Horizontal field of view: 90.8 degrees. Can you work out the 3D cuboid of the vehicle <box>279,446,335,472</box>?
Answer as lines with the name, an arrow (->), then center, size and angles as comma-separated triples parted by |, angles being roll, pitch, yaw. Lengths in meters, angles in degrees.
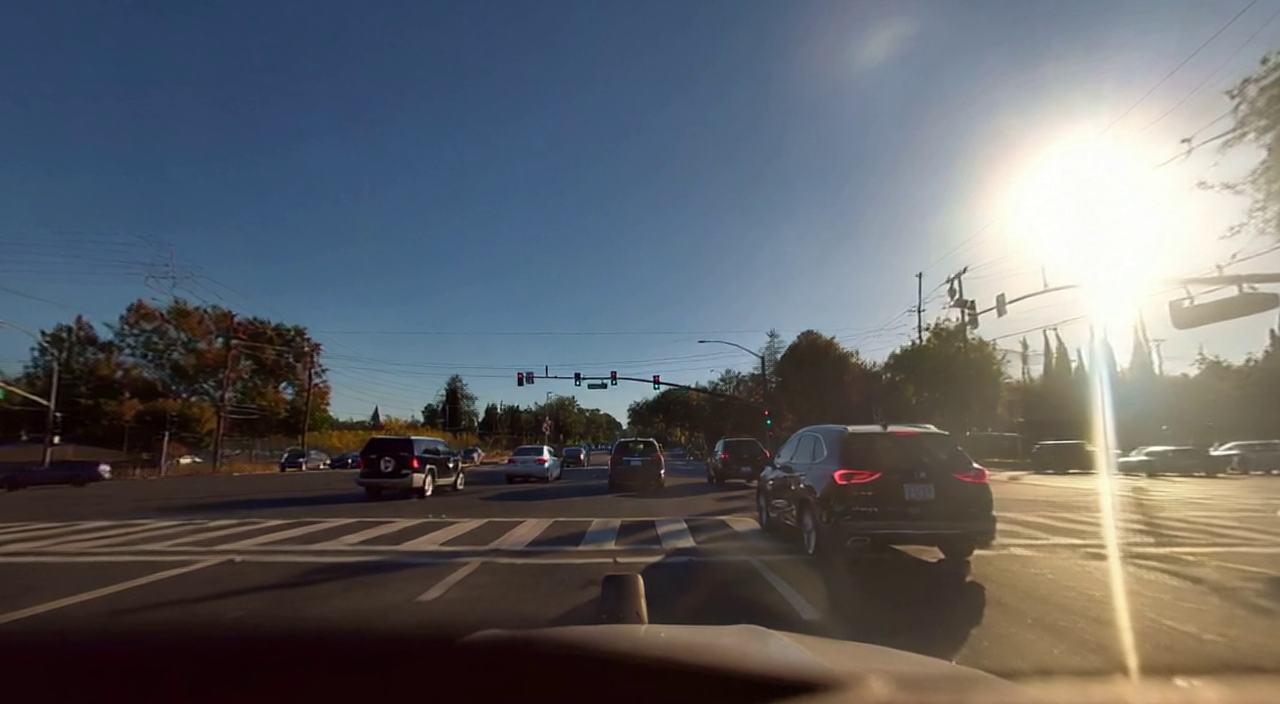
vehicle -> -24.965, 8.022, 47.492 | 1.889, 1.814, 4.086 | 0, -9, 1

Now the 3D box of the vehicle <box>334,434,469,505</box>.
vehicle -> -6.784, 3.391, 18.653 | 2.116, 1.812, 4.609 | 0, -9, 1

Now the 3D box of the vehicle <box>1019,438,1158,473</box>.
vehicle -> 20.299, 4.703, 28.755 | 4.830, 1.493, 1.930 | 0, -9, -1

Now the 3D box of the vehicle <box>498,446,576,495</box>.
vehicle -> -3.372, 3.967, 21.592 | 1.881, 1.466, 4.484 | 0, -9, 1

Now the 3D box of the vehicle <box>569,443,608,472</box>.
vehicle -> -3.171, 6.595, 39.698 | 1.939, 1.652, 4.268 | 0, -9, 2

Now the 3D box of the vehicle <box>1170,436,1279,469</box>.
vehicle -> 27.736, 4.678, 29.393 | 4.514, 1.459, 1.847 | 0, -9, -2

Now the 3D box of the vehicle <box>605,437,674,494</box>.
vehicle -> -0.009, 3.752, 21.265 | 2.111, 1.712, 4.078 | 0, -9, 0

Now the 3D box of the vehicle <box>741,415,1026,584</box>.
vehicle -> 2.780, 1.805, 8.567 | 2.034, 1.655, 4.465 | 0, -9, -1

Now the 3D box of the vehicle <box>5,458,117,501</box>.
vehicle -> -23.215, 5.037, 25.301 | 4.450, 1.491, 1.974 | -5, -10, 30
